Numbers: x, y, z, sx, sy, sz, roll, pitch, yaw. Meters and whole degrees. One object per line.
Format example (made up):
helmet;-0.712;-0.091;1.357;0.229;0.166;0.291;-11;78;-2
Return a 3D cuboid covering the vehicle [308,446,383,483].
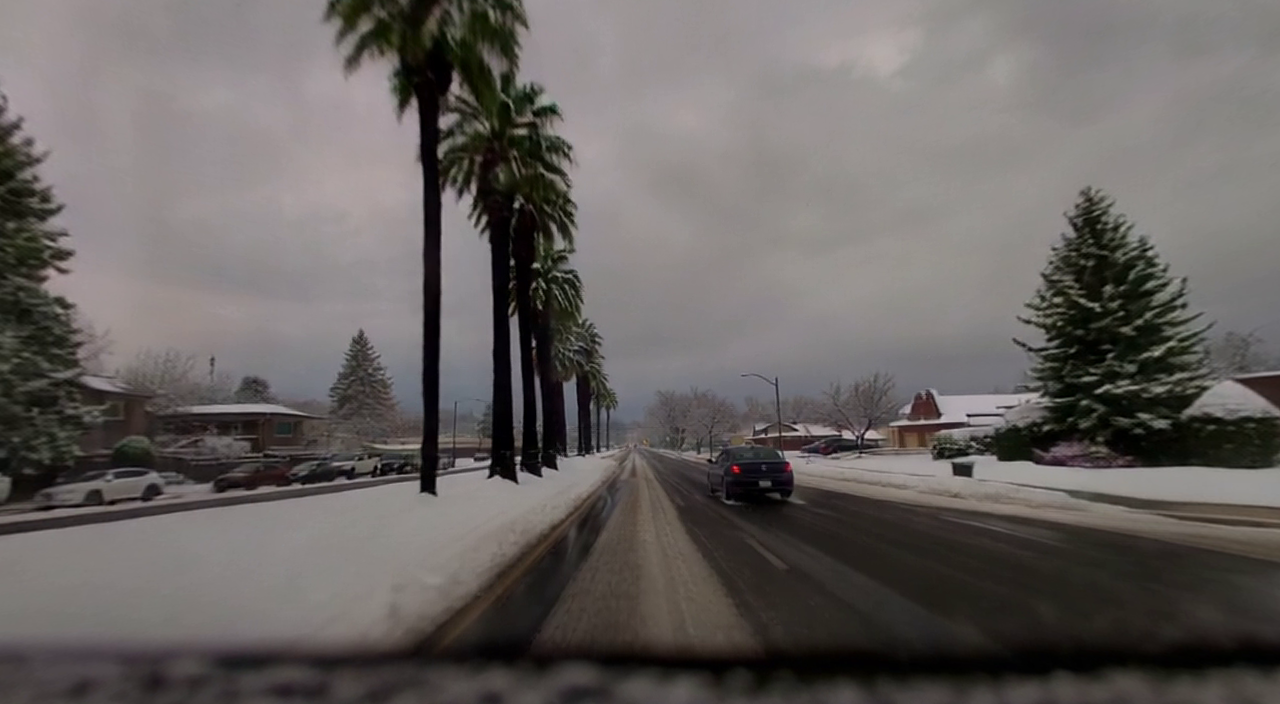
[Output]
vehicle;-19.196;7.337;41.487;2.344;2.232;5.170;0;-9;0

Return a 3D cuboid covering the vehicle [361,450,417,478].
vehicle;-19.132;8.544;48.464;2.056;1.946;5.498;0;-9;0

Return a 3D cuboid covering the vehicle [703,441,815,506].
vehicle;3.038;3.216;17.226;1.989;1.492;4.689;0;-9;-2

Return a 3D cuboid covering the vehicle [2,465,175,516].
vehicle;-19.078;4.782;22.217;1.848;1.432;4.662;0;-9;1

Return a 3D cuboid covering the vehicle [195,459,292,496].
vehicle;-18.935;5.986;30.461;1.811;1.539;4.560;0;-9;-1

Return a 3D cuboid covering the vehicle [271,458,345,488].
vehicle;-18.767;6.849;35.956;1.828;1.472;4.464;0;-9;0
